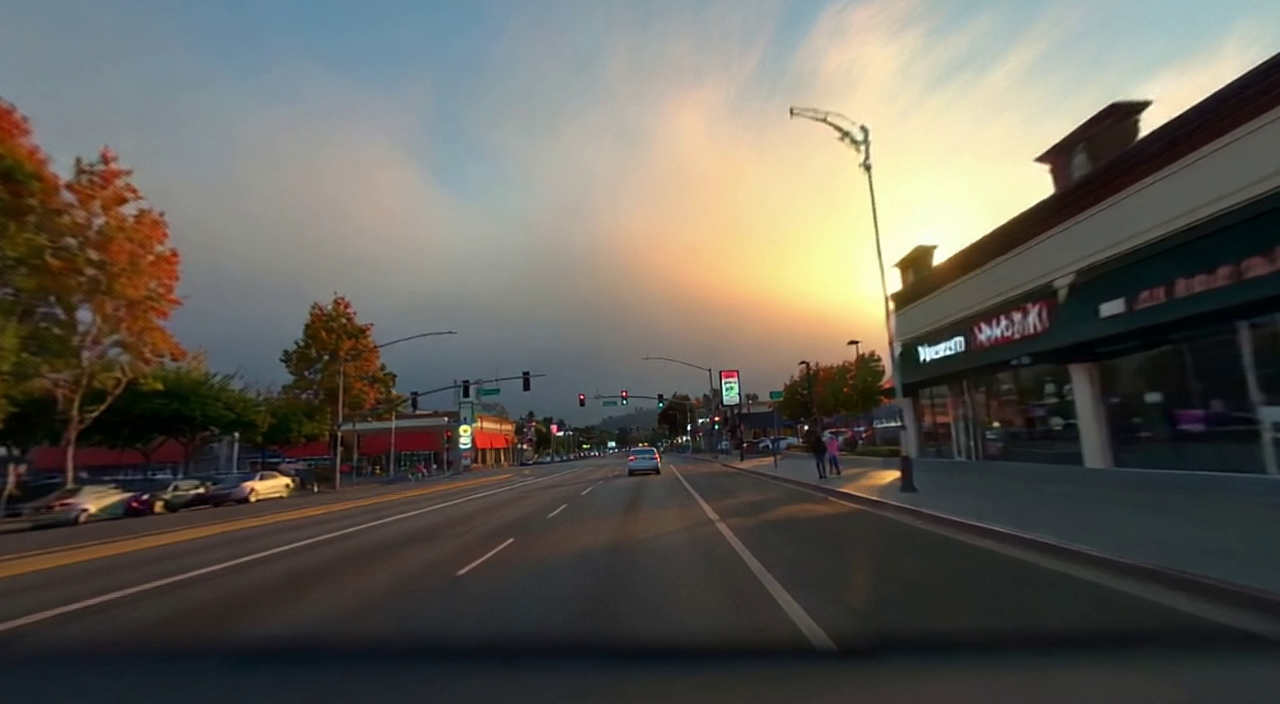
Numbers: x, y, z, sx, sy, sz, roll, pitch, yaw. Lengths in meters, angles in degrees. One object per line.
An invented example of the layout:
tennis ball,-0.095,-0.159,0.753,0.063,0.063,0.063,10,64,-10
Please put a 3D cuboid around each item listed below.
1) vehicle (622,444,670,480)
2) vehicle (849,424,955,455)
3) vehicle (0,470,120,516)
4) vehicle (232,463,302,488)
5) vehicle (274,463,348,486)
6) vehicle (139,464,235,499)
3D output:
vehicle,0.287,4.834,28.076,1.977,1.451,4.032,-1,-9,1
vehicle,13.284,4.463,32.226,4.466,1.553,2.060,0,-8,-1
vehicle,-24.876,5.907,26.627,4.310,1.663,1.881,6,-10,-35
vehicle,-25.845,8.557,43.851,3.790,1.515,1.704,8,-12,-43
vehicle,-25.153,9.346,48.381,2.007,1.466,4.543,-8,-12,42
vehicle,-25.660,7.326,35.984,4.256,1.697,1.817,5,-10,-32
